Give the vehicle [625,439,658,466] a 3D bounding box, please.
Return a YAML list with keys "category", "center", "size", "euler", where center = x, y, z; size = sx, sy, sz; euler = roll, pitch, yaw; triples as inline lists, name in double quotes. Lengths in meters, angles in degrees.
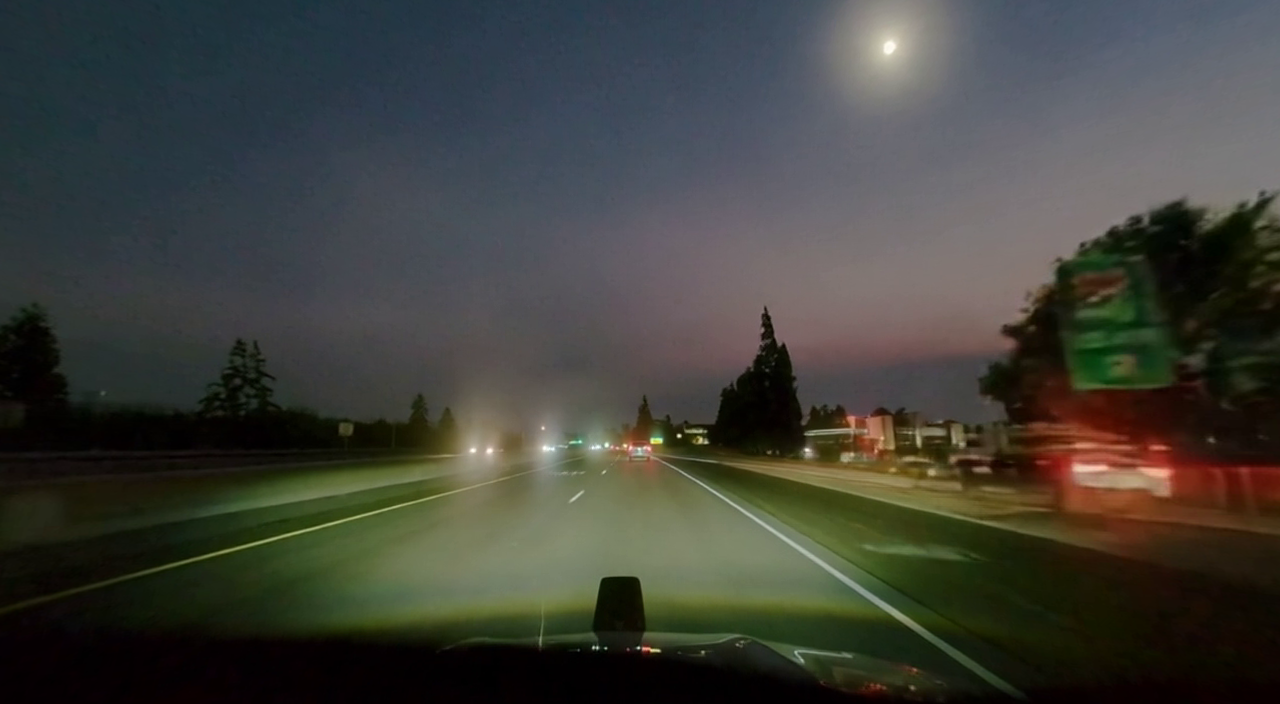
- category: "vehicle"
  center: [0.043, 6.513, 40.758]
  size: [2.029, 1.666, 4.064]
  euler: [0, -8, -2]
